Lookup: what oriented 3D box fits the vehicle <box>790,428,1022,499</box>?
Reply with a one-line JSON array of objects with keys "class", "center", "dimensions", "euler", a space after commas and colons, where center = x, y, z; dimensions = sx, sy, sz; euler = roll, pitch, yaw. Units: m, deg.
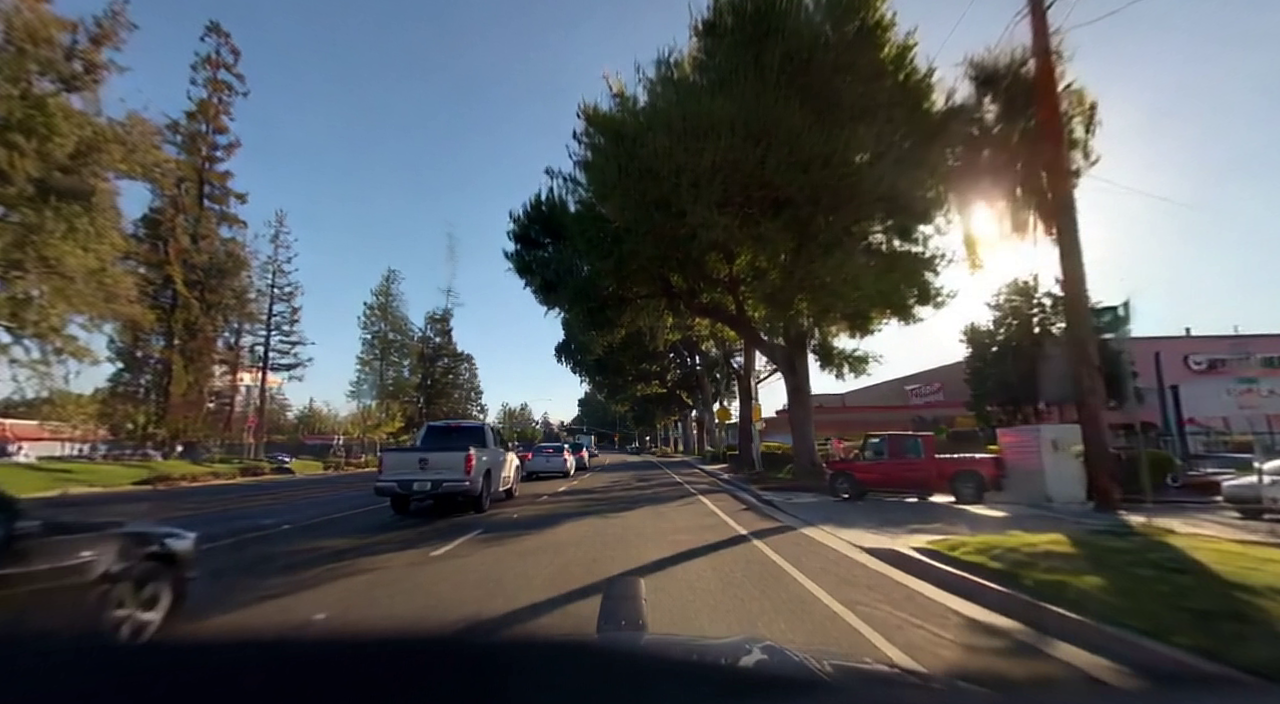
[{"class": "vehicle", "center": [6.429, 2.812, 15.755], "dimensions": [4.813, 1.622, 2.110], "euler": [-1, -11, 4]}]

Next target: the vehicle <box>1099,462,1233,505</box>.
[{"class": "vehicle", "center": [20.309, 5.070, 24.473], "dimensions": [1.646, 1.418, 3.910], "euler": [1, -8, -3]}]

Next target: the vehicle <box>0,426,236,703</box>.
[{"class": "vehicle", "center": [-4.188, 1.025, 2.641], "dimensions": [2.113, 1.446, 4.309], "euler": [0, -8, 0]}]

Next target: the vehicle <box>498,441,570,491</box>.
[{"class": "vehicle", "center": [-4.291, 4.669, 26.127], "dimensions": [2.129, 1.855, 4.414], "euler": [0, -8, 1]}]

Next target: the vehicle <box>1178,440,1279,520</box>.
[{"class": "vehicle", "center": [16.940, 3.266, 15.554], "dimensions": [5.120, 1.817, 2.154], "euler": [3, -8, 4]}]

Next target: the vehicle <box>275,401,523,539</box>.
[{"class": "vehicle", "center": [-4.340, 2.293, 12.937], "dimensions": [2.664, 2.122, 6.124], "euler": [0, -8, 0]}]
